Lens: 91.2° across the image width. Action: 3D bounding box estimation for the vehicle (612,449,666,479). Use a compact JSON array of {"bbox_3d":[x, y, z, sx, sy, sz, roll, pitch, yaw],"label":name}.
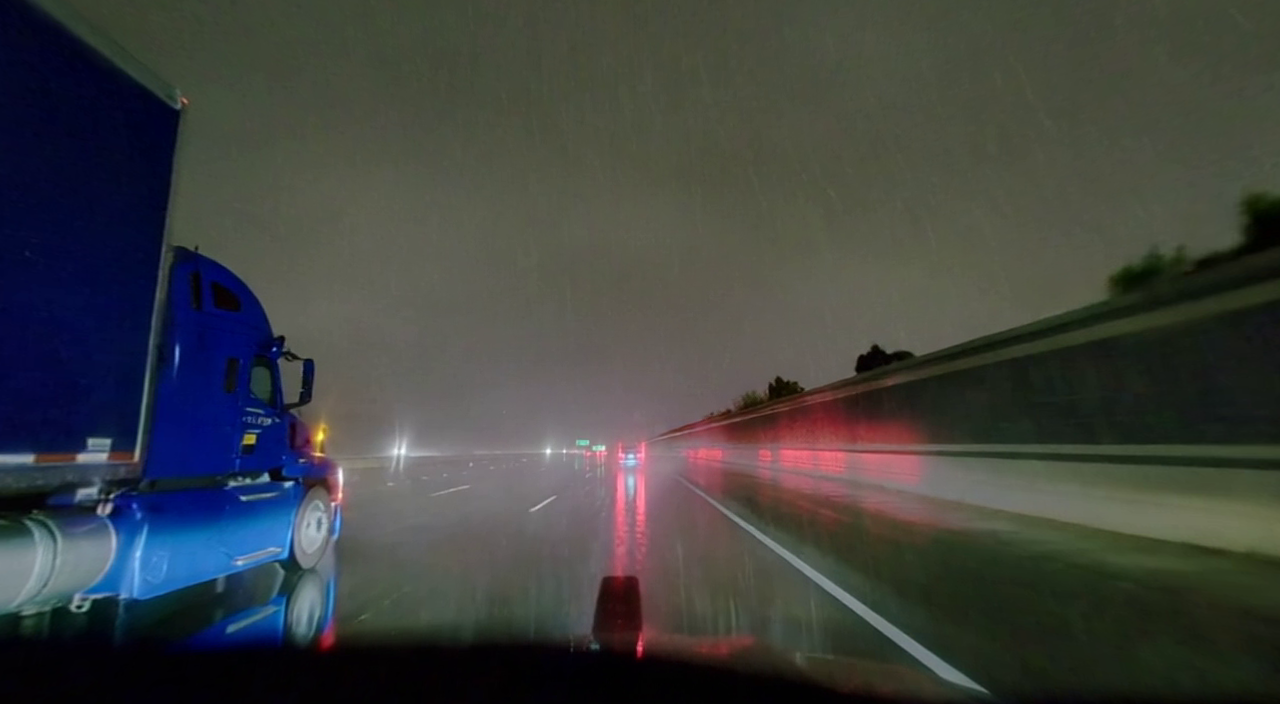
[{"bbox_3d":[-0.154,5.500,31.184,2.398,1.336,5.698,0,-9,-2],"label":"vehicle"}]
